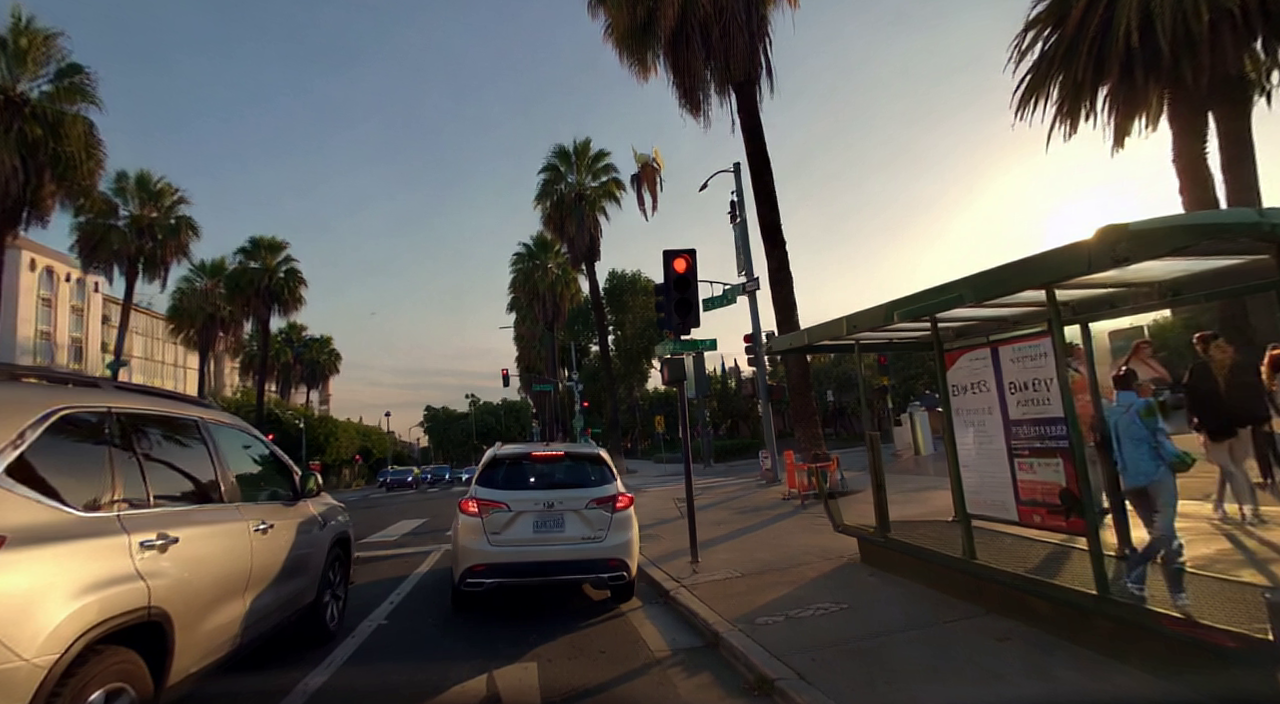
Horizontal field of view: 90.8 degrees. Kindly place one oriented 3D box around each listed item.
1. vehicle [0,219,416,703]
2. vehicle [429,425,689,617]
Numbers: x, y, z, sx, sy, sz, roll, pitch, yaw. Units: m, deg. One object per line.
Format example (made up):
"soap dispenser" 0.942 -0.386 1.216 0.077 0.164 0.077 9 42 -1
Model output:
"vehicle" -2.768 0.903 3.212 2.098 1.851 4.571 1 -9 -7
"vehicle" -1.029 1.651 7.231 2.065 1.467 4.289 2 -9 -11
